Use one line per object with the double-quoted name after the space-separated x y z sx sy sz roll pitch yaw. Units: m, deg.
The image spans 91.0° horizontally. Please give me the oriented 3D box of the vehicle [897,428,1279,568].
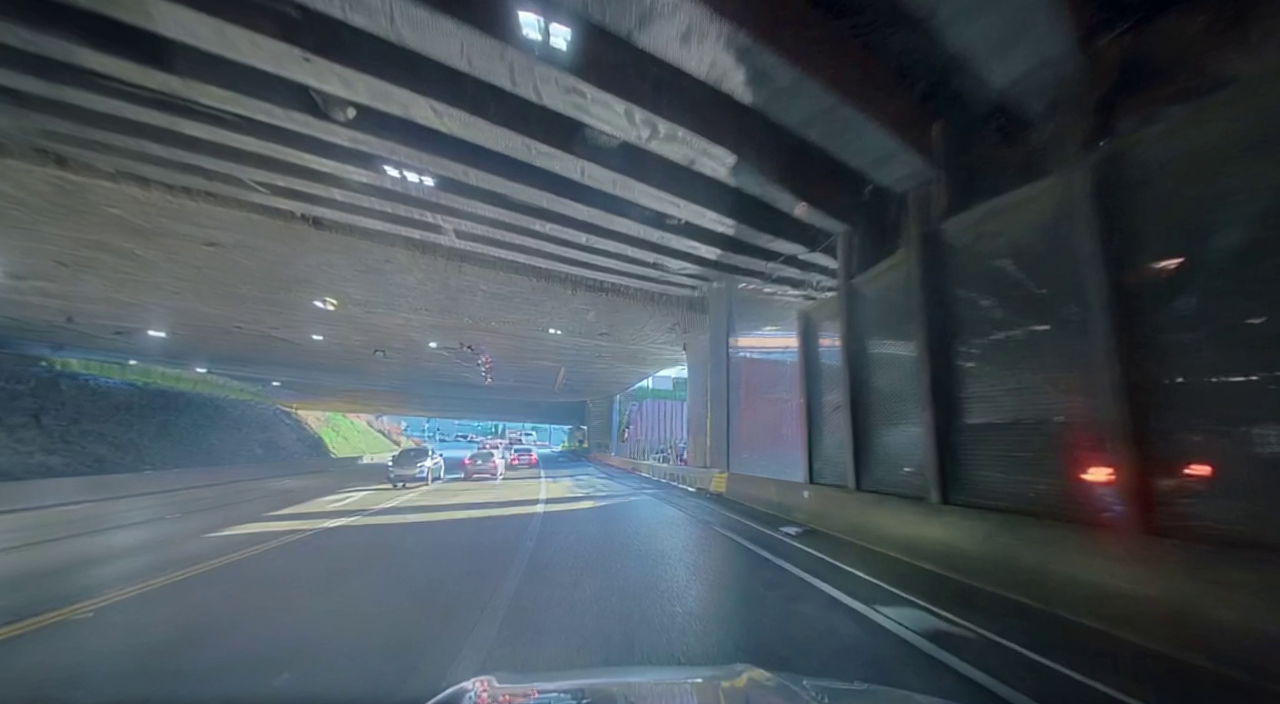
6.097 1.961 9.424 2.012 1.521 4.663 1 -8 -8 "vehicle"
